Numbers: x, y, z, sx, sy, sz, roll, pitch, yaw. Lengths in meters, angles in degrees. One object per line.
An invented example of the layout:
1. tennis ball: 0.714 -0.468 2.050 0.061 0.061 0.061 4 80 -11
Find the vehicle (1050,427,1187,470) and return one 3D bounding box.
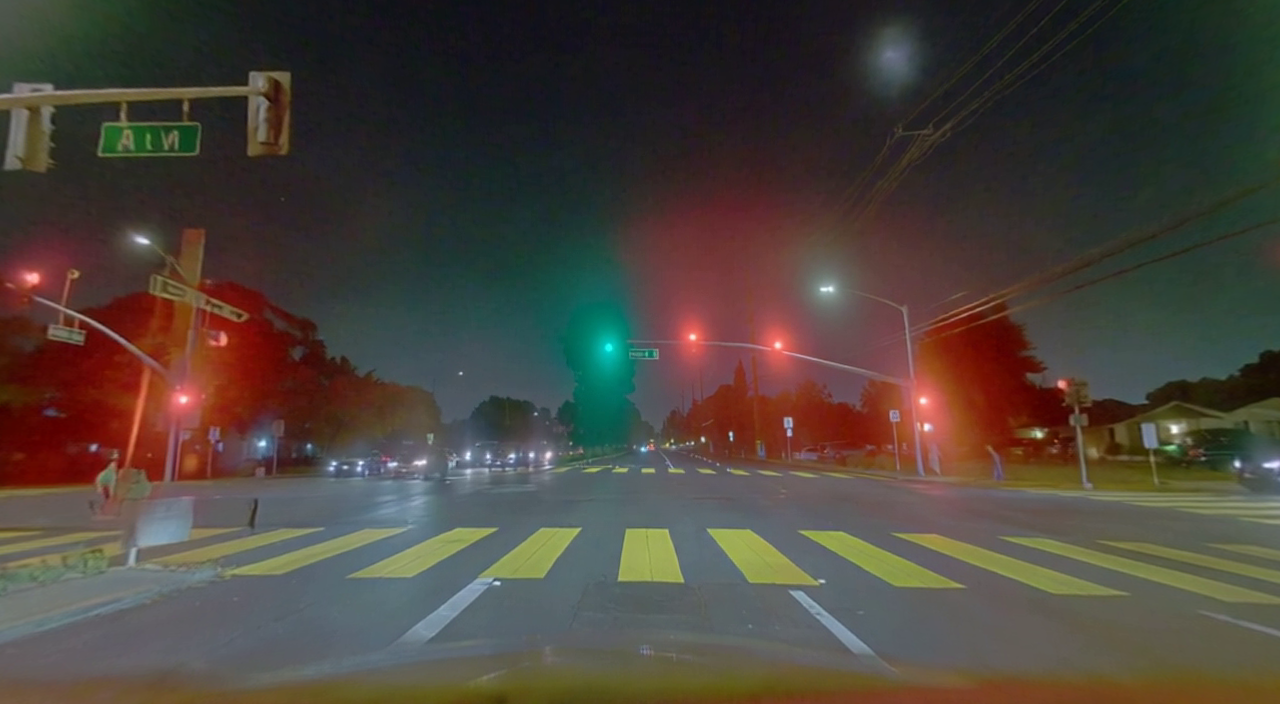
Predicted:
1. vehicle: 25.248 5.105 33.570 2.177 2.086 5.514 2 -9 -14

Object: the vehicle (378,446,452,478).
1. vehicle: -11.006 5.394 31.172 2.007 1.451 4.242 0 -8 1

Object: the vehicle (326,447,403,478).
1. vehicle: -14.600 5.854 33.722 2.035 1.470 4.677 0 -8 0

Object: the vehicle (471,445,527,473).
1. vehicle: -7.701 5.878 34.864 1.958 1.415 4.312 0 -8 2
